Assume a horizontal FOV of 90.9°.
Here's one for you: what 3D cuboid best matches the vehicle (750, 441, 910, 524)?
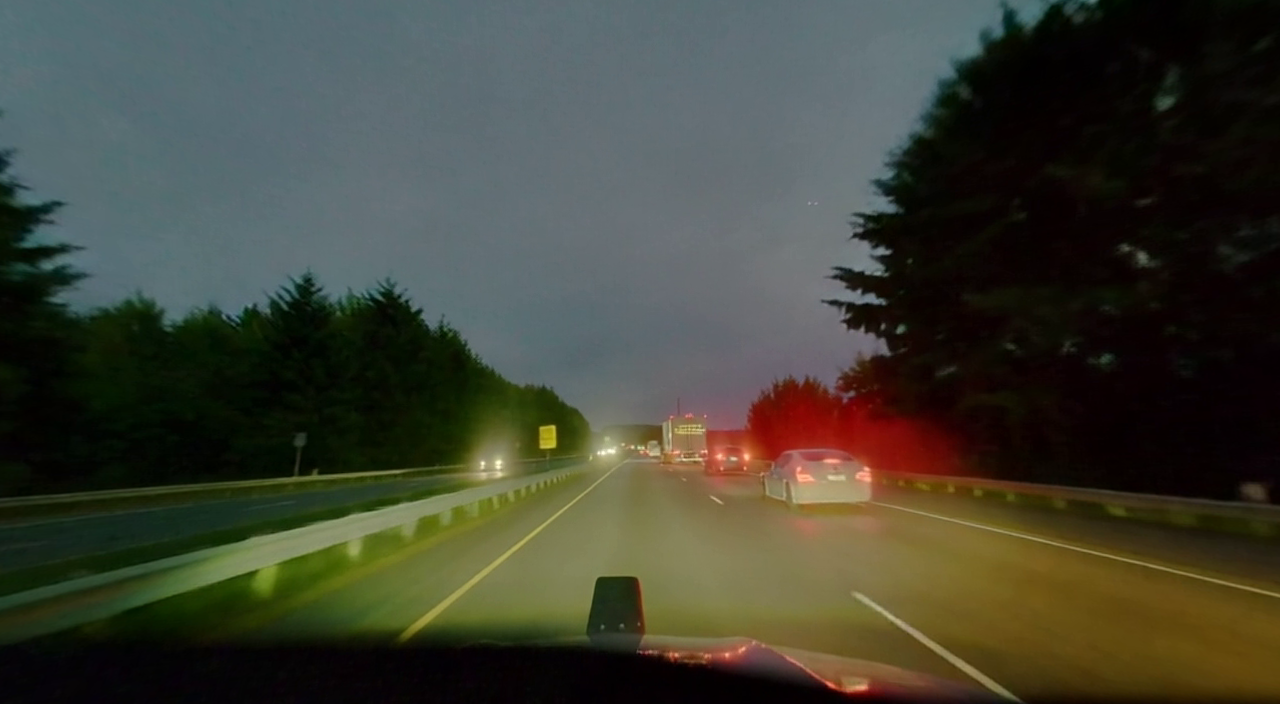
[{"bbox_3d":[3.949,2.795,14.139,2.031,1.491,4.883,0,-9,0],"label":"vehicle"}]

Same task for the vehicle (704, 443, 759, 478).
[{"bbox_3d":[4.748,5.714,33.355,2.118,1.688,4.715,0,-9,-1],"label":"vehicle"}]
